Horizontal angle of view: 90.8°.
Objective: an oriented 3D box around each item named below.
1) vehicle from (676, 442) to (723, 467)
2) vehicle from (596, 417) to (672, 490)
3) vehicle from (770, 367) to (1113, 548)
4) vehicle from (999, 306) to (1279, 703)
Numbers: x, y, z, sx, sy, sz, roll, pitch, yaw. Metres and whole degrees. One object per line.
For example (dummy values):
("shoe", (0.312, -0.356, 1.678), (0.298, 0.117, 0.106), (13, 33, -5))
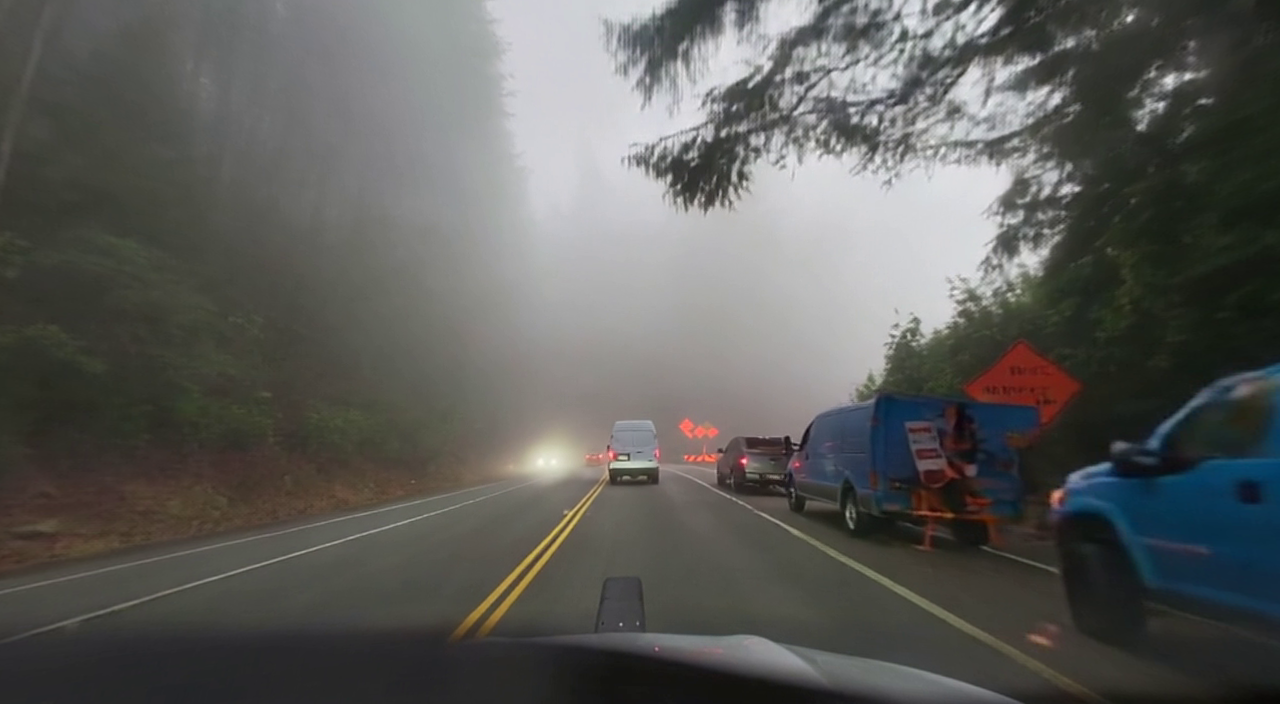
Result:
("vehicle", (3.483, 6.108, 37.717), (2.277, 1.299, 3.889), (-3, -9, -3))
("vehicle", (-0.254, 3.514, 22.111), (2.362, 2.247, 4.892), (0, -9, -2))
("vehicle", (4.277, 1.745, 10.940), (2.613, 2.153, 6.713), (0, -8, 0))
("vehicle", (4.323, 0.674, 2.529), (2.202, 1.980, 5.978), (0, -8, -1))
